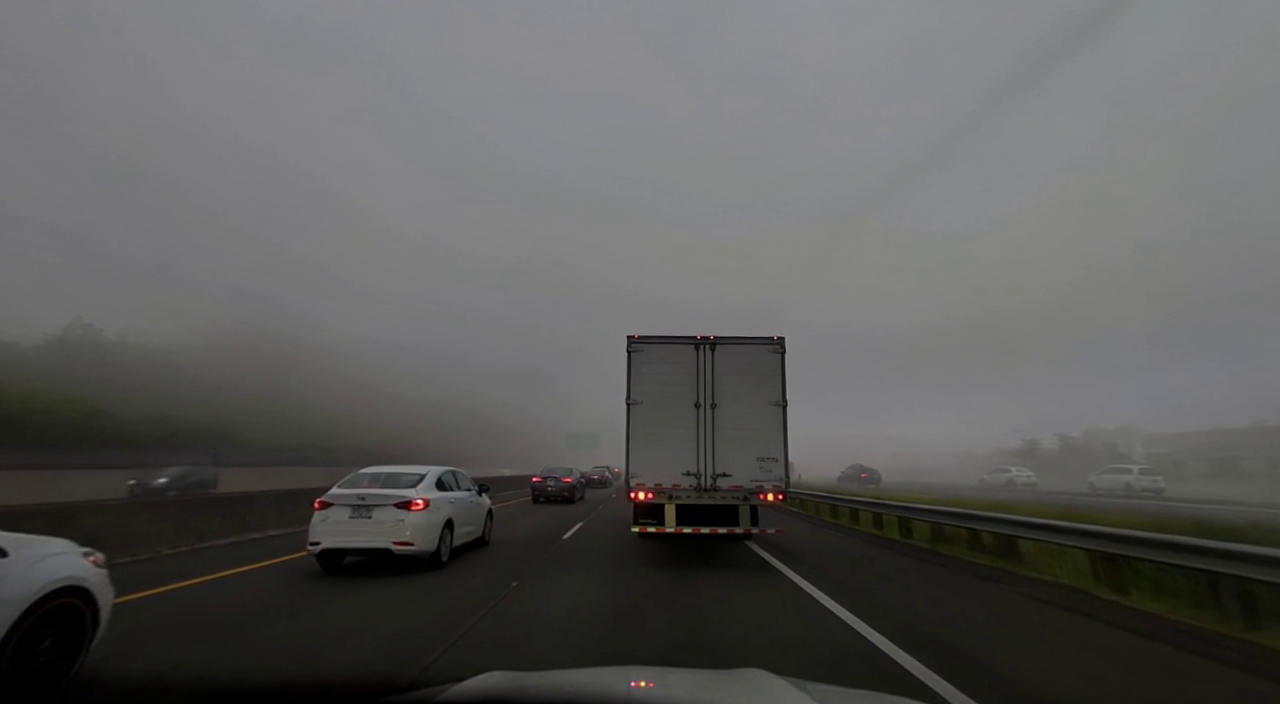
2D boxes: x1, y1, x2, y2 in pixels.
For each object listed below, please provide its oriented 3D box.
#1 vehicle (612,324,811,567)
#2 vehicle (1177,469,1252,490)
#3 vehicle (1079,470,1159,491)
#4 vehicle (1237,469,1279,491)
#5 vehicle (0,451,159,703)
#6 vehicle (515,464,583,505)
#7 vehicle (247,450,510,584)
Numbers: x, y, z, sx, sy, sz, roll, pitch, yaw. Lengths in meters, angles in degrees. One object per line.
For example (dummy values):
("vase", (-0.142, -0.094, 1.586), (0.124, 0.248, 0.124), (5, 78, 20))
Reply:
("vehicle", (1.103, 2.113, 13.595), (2.831, 3.529, 8.689), (0, -11, 1))
("vehicle", (42.980, 9.565, 47.151), (3.974, 1.485, 1.709), (1, -11, -4))
("vehicle", (35.750, 9.576, 47.131), (4.299, 1.465, 1.807), (-1, -11, 7))
("vehicle", (48.913, 9.849, 48.561), (4.681, 1.572, 1.862), (3, -11, -15))
("vehicle", (-4.236, 0.948, 1.829), (2.043, 1.391, 4.515), (0, -11, 1))
("vehicle", (-3.589, 5.336, 25.632), (1.964, 1.482, 4.371), (0, -11, 1))
("vehicle", (-3.537, 2.358, 9.729), (1.983, 1.509, 4.679), (1, -11, 1))
